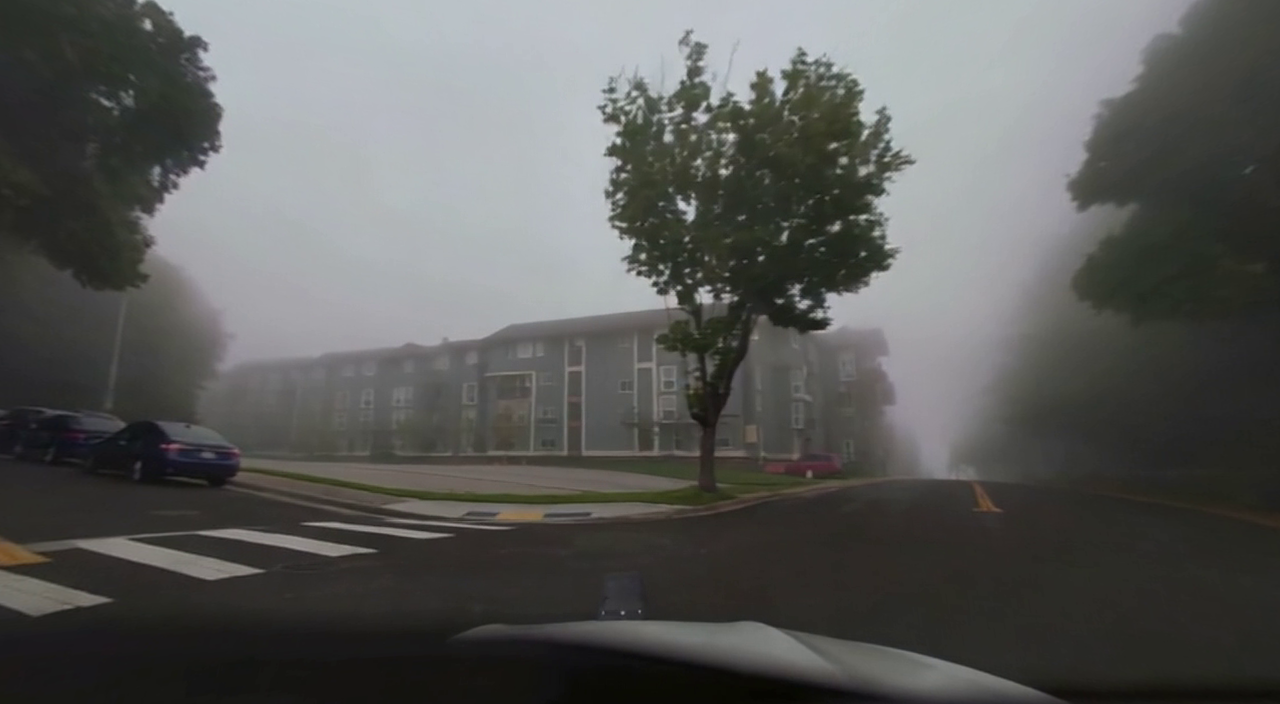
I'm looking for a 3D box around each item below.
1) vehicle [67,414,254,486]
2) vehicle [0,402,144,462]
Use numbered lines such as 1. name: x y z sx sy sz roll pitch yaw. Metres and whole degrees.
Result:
1. vehicle: -11.105 2.244 14.578 4.322 1.436 1.827 -5 -10 30
2. vehicle: -15.912 2.243 17.434 4.393 1.478 1.776 -4 -10 29
